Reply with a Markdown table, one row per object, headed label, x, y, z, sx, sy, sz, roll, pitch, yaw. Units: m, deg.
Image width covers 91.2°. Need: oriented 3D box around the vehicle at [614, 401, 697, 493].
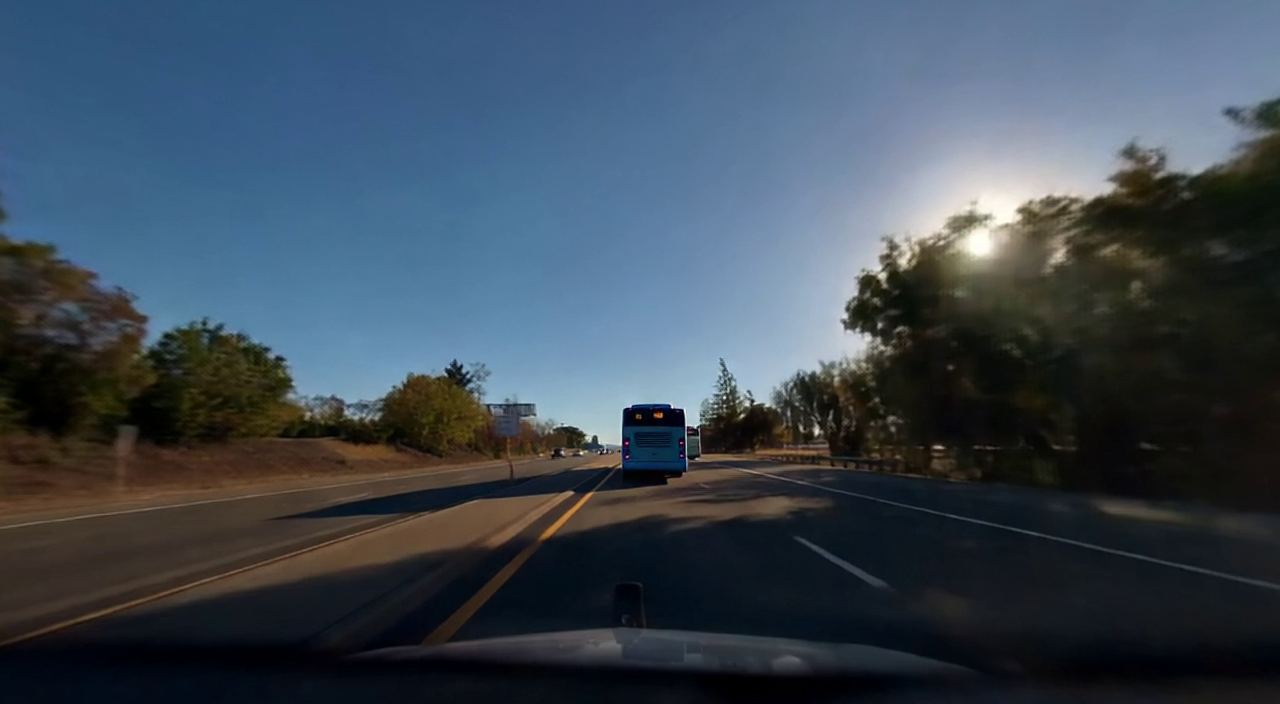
| label | x | y | z | sx | sy | sz | roll | pitch | yaw |
| --- | --- | --- | --- | --- | --- | --- | --- | --- | --- |
| vehicle | 0.385 | 3.214 | 21.290 | 2.414 | 2.675 | 5.574 | 0 | -9 | -1 |
